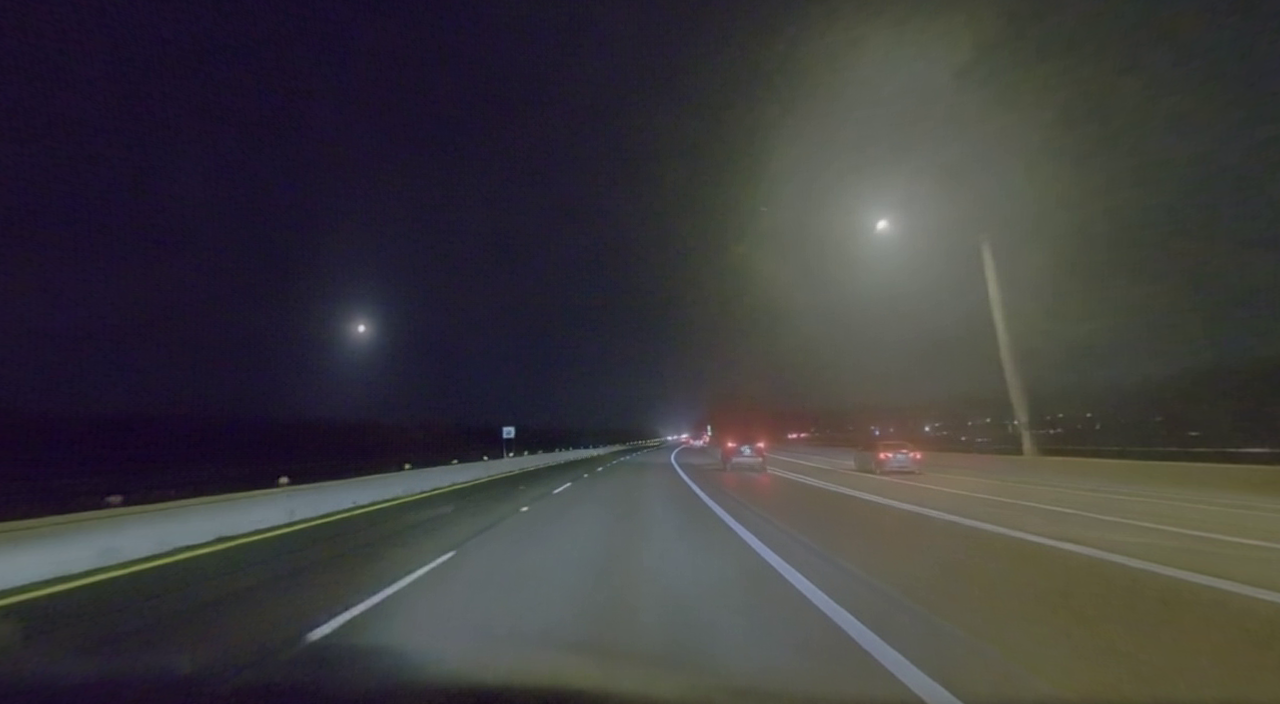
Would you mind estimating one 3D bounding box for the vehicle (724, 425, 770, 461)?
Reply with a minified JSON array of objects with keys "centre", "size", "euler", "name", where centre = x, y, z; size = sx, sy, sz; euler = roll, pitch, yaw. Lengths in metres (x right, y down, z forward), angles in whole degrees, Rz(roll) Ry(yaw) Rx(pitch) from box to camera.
[{"centre":[6.319,5.406,37.578],"size":[1.914,2.013,4.041],"euler":[0,-8,-2],"name":"vehicle"}]
